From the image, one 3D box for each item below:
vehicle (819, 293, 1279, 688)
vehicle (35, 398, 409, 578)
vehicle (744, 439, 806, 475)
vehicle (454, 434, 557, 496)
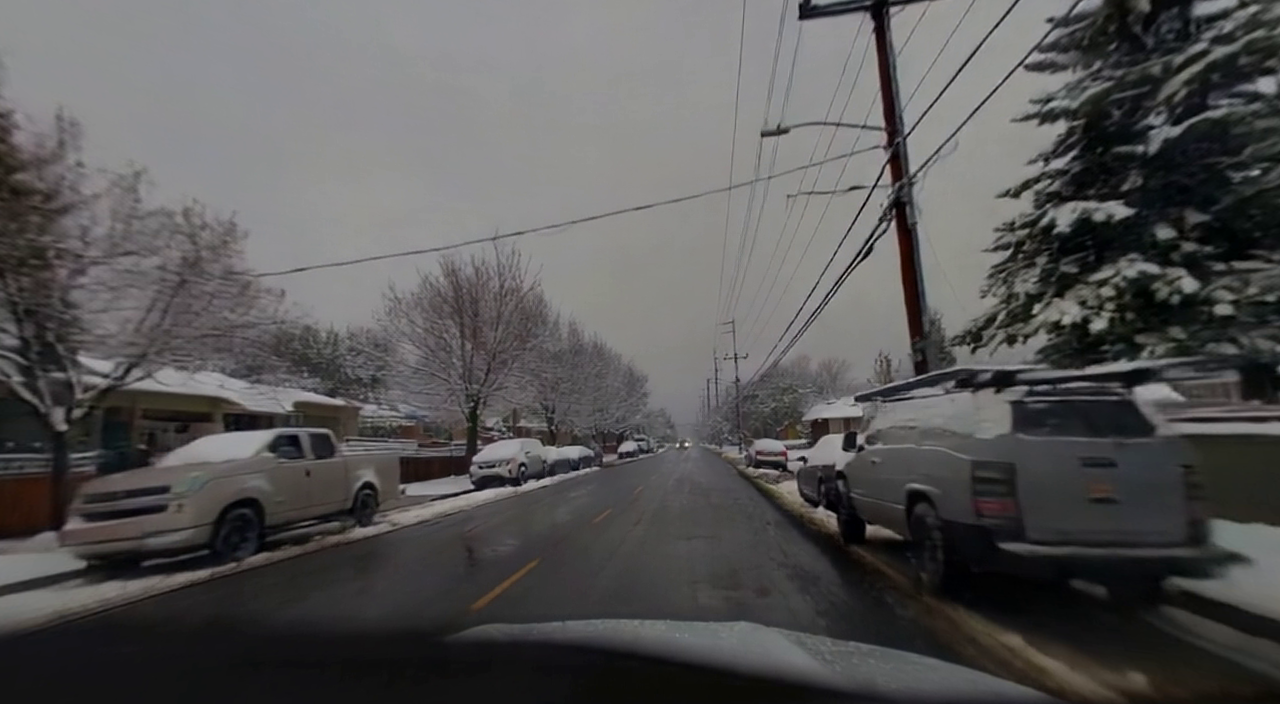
[{"bbox_3d":[3.516,1.128,6.147,2.397,2.130,5.384,-1,-9,5],"label":"vehicle"},{"bbox_3d":[-6.081,2.121,10.430,2.353,2.037,5.358,-4,-10,3],"label":"vehicle"},{"bbox_3d":[6.008,4.744,28.700,2.108,1.493,4.878,-1,-9,5],"label":"vehicle"},{"bbox_3d":[-4.703,4.028,22.896,2.192,1.873,4.985,-4,-9,5],"label":"vehicle"}]
